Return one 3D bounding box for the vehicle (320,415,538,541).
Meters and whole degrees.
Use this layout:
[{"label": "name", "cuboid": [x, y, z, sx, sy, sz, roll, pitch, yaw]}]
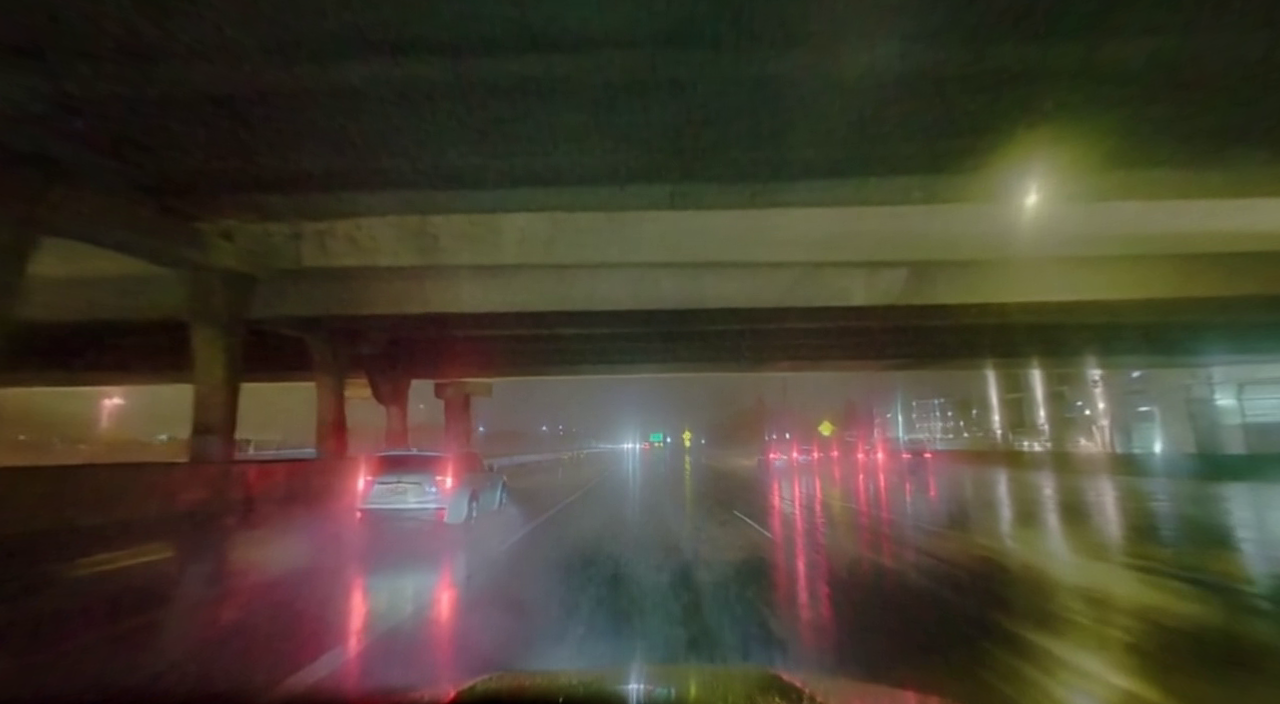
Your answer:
[{"label": "vehicle", "cuboid": [-3.324, 2.102, 11.132, 2.203, 1.734, 4.600, 0, -9, 1]}]
